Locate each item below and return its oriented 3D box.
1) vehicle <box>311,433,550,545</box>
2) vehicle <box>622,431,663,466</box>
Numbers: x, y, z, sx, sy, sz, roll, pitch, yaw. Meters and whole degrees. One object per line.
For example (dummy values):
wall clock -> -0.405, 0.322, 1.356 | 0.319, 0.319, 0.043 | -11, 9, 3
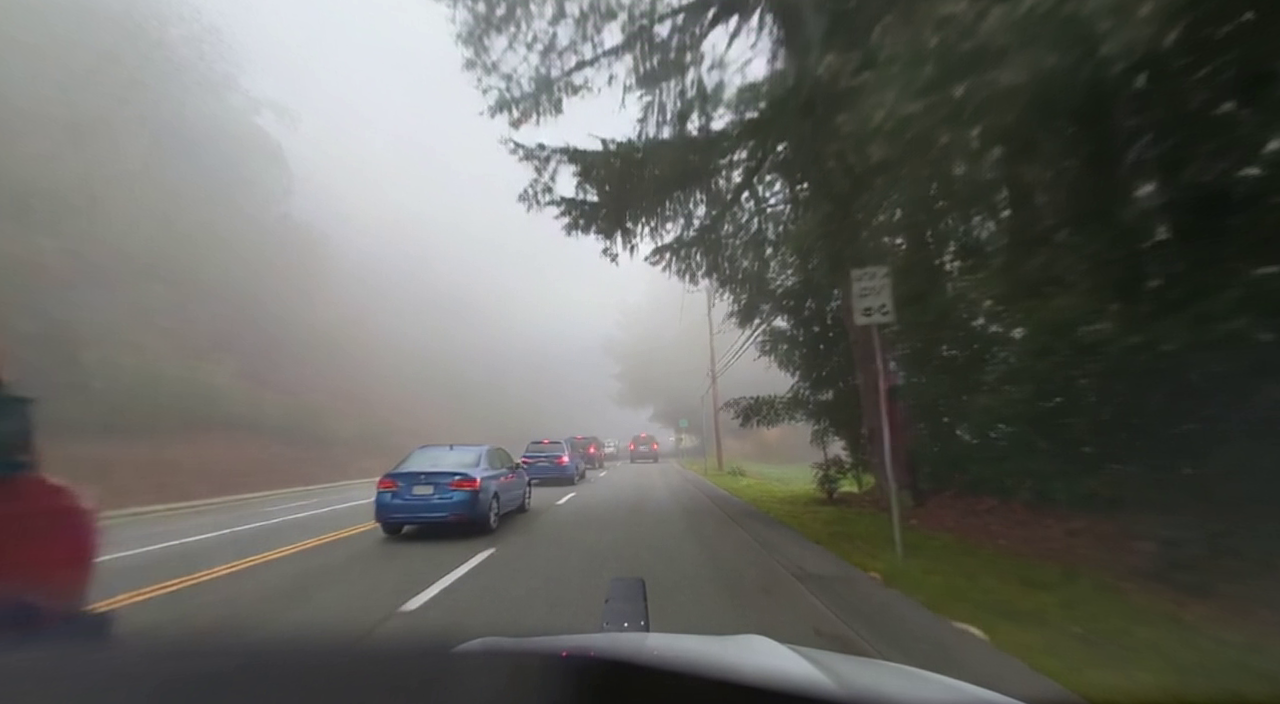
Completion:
vehicle -> -3.157, 2.208, 10.930 | 2.260, 1.465, 4.972 | -1, -8, 3
vehicle -> 0.186, 5.575, 36.436 | 2.241, 1.912, 4.095 | -1, -8, 2
